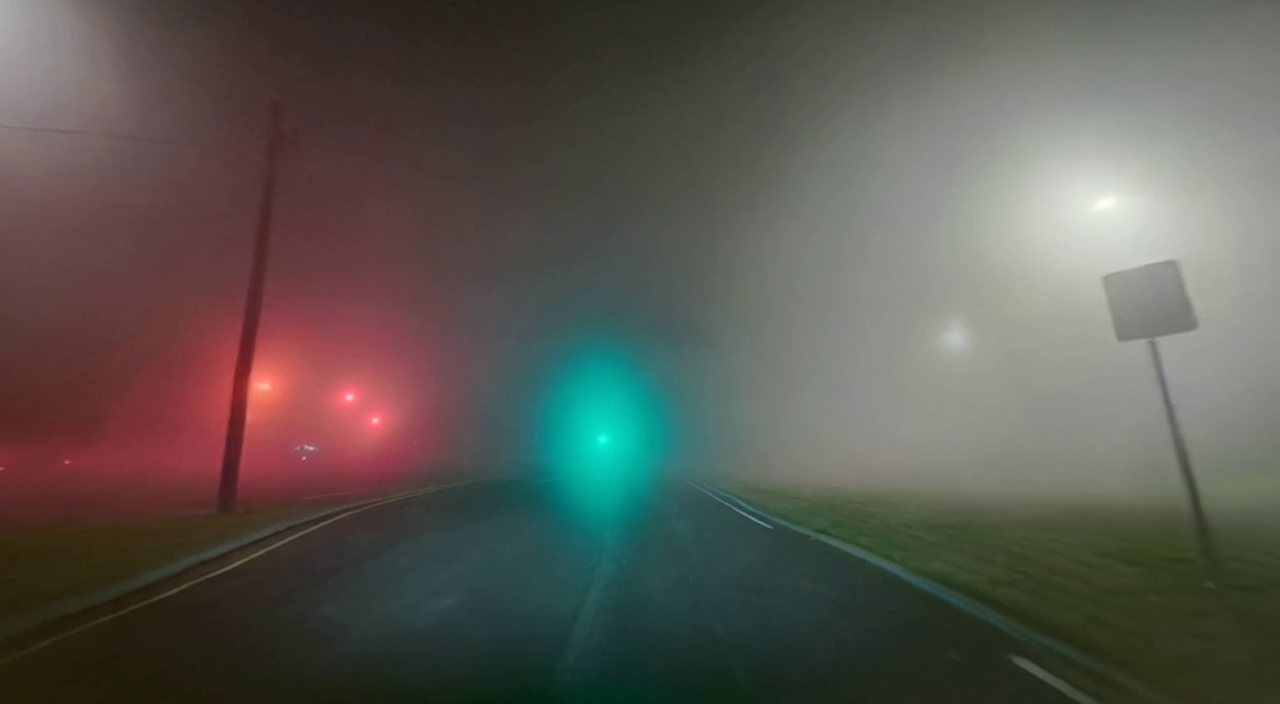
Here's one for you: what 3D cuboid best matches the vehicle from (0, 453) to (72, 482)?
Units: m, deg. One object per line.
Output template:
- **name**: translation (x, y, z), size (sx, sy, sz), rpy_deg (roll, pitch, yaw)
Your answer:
- **vehicle**: translation (-34.774, 6.429, 35.321), size (1.839, 1.435, 4.271), rpy_deg (0, -8, 0)
